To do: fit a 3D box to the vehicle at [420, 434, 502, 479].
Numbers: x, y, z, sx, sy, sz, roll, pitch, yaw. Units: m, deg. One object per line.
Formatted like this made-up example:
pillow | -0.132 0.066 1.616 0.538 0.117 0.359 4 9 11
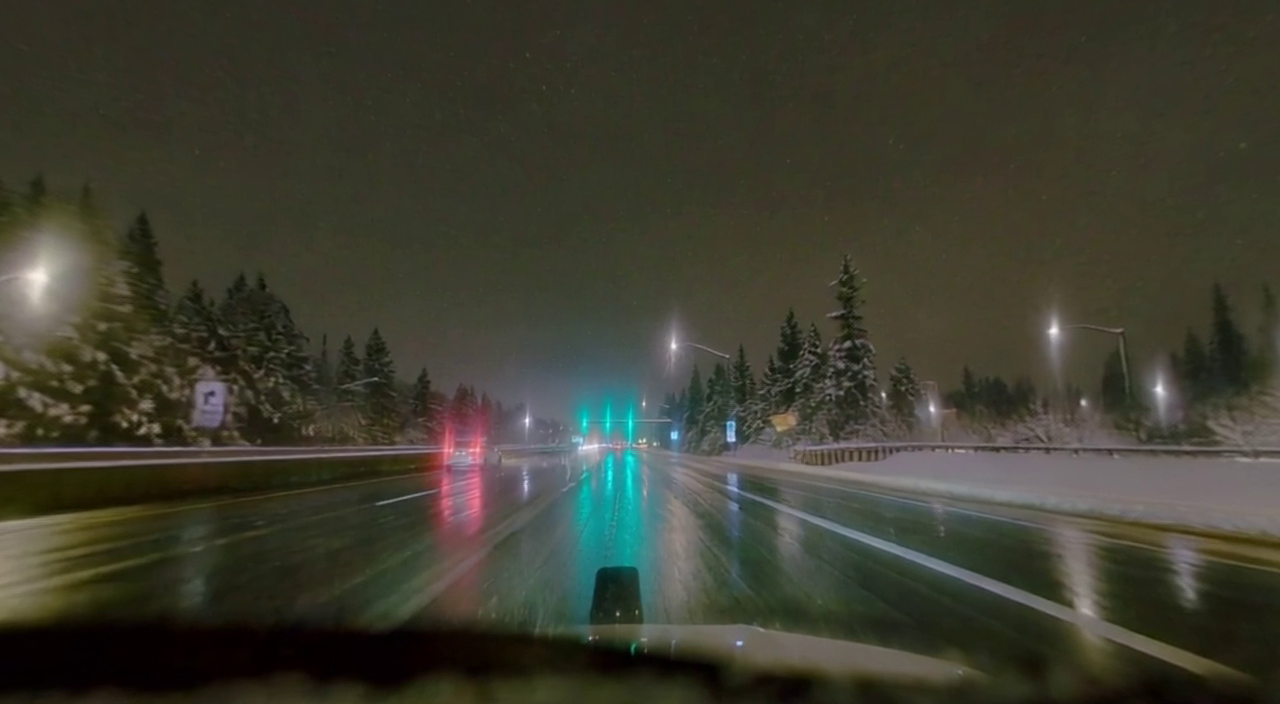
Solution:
vehicle | -7.664 4.519 27.637 2.231 1.807 4.758 0 -8 0
